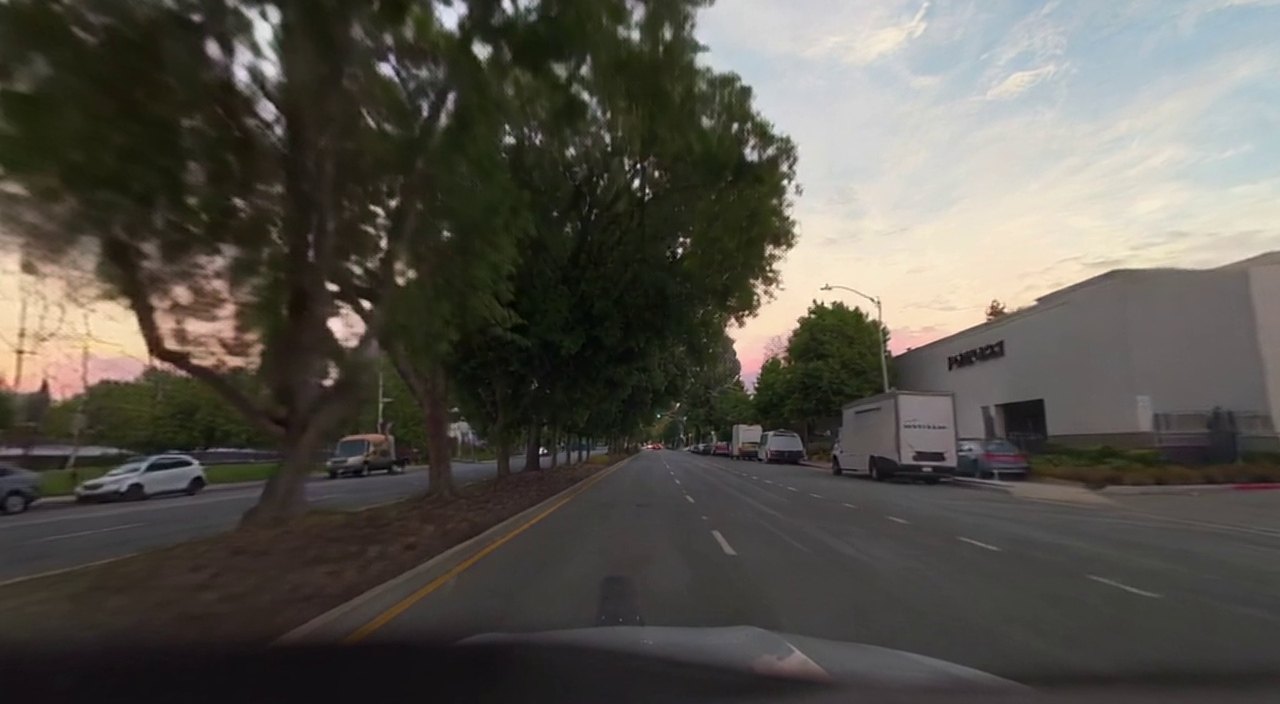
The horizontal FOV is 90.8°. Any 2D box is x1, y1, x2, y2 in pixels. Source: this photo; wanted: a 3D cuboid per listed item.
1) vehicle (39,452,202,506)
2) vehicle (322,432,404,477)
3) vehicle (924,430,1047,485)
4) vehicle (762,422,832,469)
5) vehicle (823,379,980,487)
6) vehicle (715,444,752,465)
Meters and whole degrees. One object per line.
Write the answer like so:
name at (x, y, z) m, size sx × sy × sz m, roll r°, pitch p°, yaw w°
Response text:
vehicle at (-17.376, 4.213, 21.488) m, size 1.772 × 1.480 × 4.499 m, roll -1°, pitch -8°, yaw -1°
vehicle at (-17.071, 6.340, 39.386) m, size 2.253 × 2.554 × 6.021 m, roll 0°, pitch -9°, yaw 1°
vehicle at (14.403, 4.423, 26.800) m, size 2.203 × 2.052 × 5.314 m, roll 0°, pitch -9°, yaw 0°
vehicle at (10.459, 6.363, 42.991) m, size 2.964 × 2.927 × 6.936 m, roll 0°, pitch -9°, yaw 0°
vehicle at (10.428, 3.473, 26.605) m, size 2.879 × 3.765 × 8.904 m, roll 0°, pitch -9°, yaw 1°
vehicle at (6.676, 7.367, 45.378) m, size 1.972 × 1.417 × 4.239 m, roll 0°, pitch -9°, yaw 0°
